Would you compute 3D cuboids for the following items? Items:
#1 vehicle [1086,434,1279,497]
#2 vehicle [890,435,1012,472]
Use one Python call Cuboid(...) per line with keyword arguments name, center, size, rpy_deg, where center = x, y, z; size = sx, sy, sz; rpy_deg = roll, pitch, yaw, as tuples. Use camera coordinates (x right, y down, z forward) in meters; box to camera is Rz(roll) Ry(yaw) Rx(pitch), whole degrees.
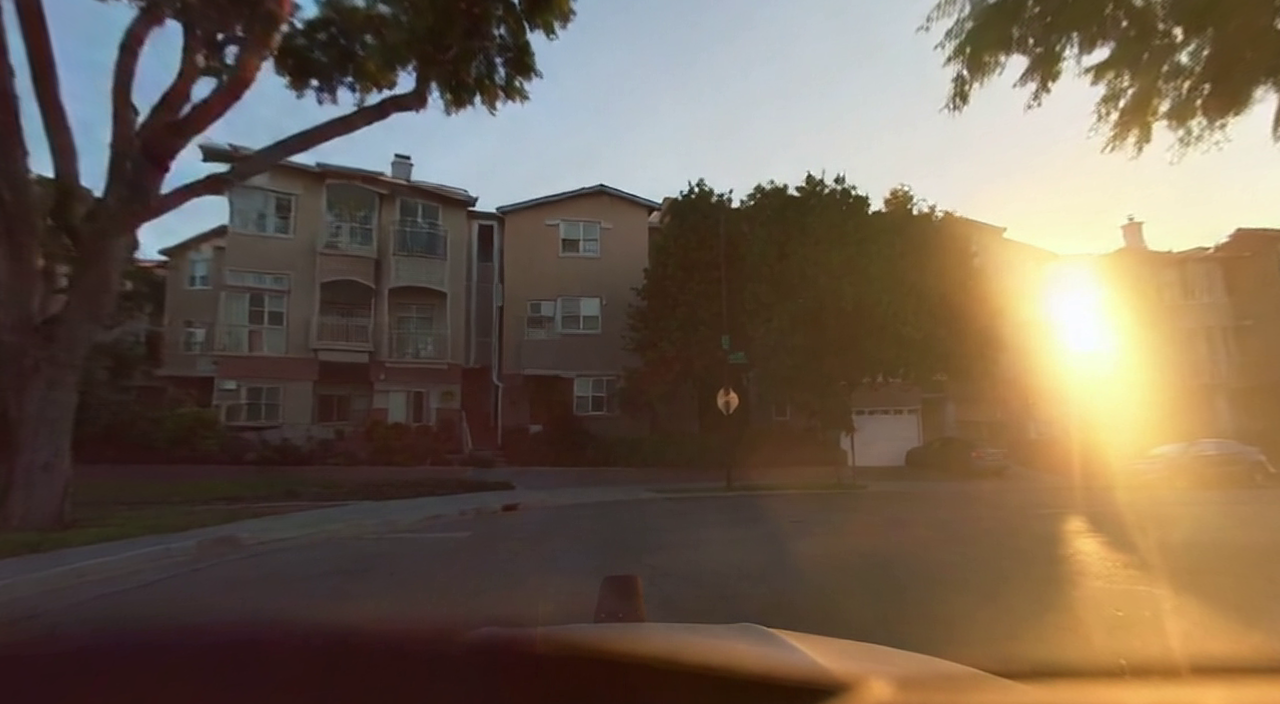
Cuboid(name="vehicle", center=(16.226, 3.334, 18.752), size=(4.584, 1.744, 1.946), rpy_deg=(1, -9, -6))
Cuboid(name="vehicle", center=(13.327, 4.337, 27.097), size=(4.714, 1.458, 1.812), rpy_deg=(3, -9, -18))
